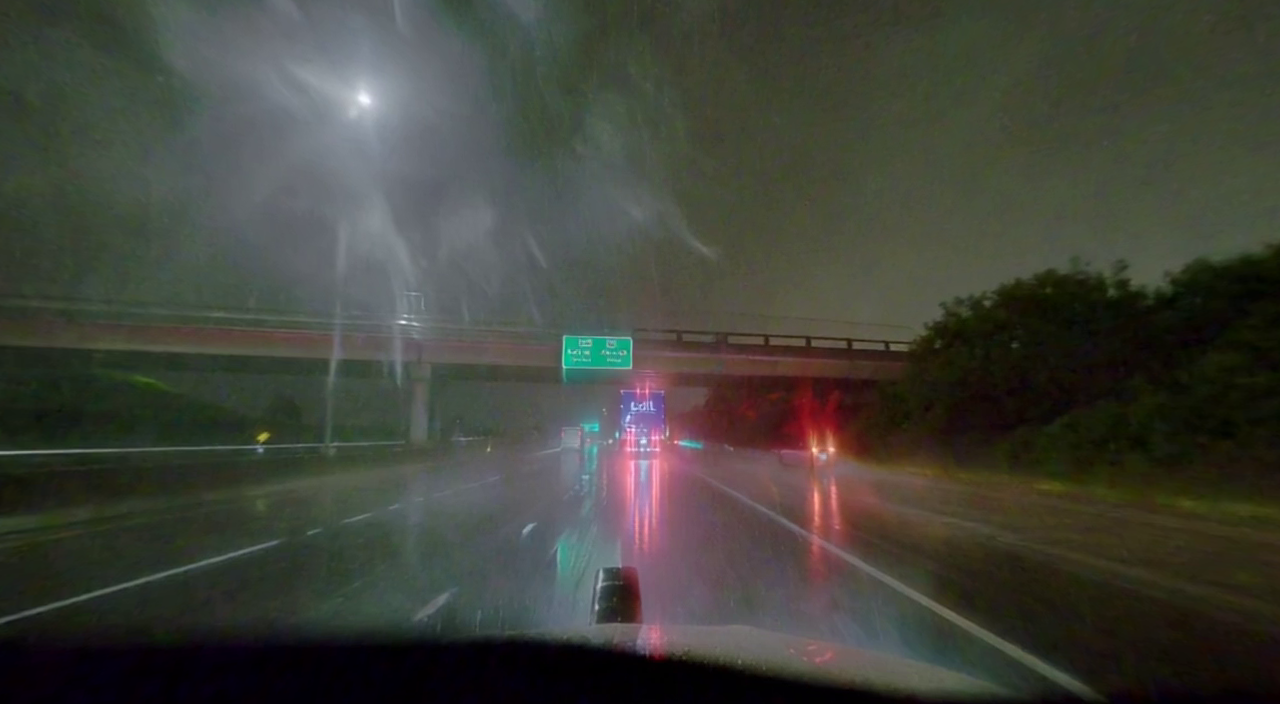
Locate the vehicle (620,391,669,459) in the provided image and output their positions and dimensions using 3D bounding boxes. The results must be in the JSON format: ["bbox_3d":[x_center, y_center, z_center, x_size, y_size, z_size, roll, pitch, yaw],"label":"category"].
[{"bbox_3d":[0.223,5.522,46.251,3.034,4.194,14.704,0,-8,0],"label":"vehicle"}]
